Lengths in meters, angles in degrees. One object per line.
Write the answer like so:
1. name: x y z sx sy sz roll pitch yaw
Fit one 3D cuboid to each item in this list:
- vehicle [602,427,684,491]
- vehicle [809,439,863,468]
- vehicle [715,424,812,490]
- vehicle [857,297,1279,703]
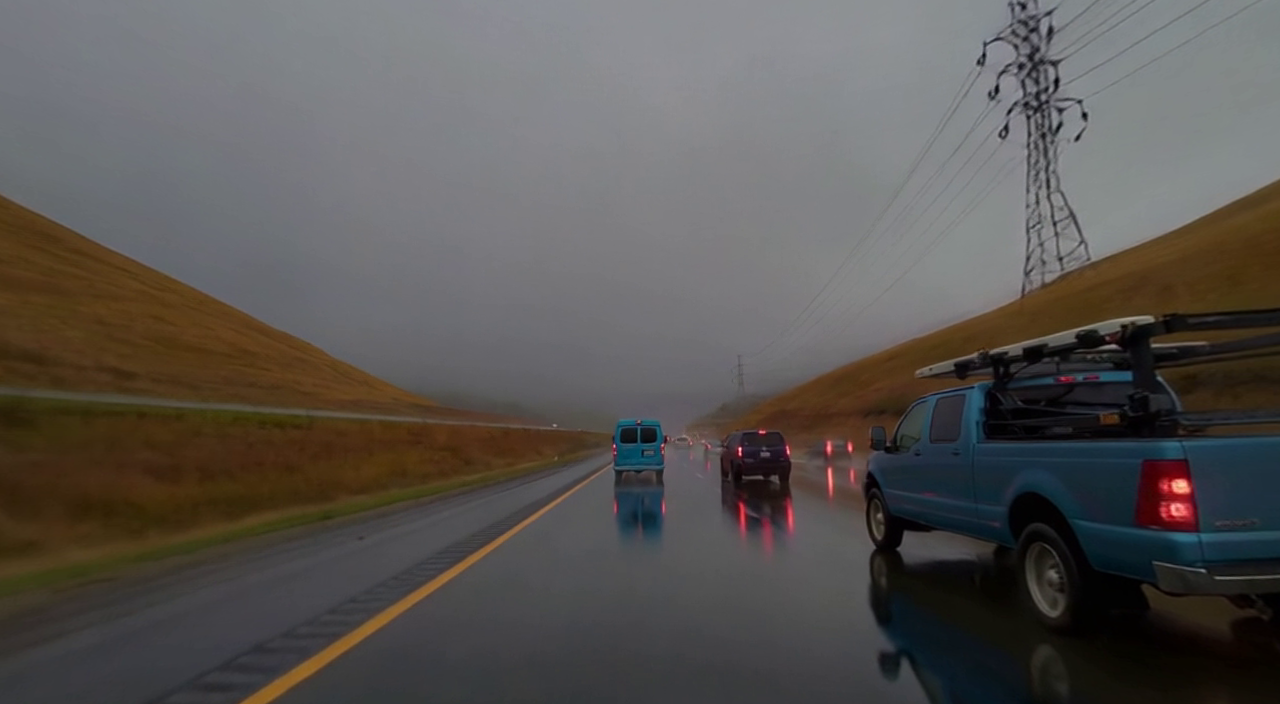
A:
1. vehicle: 0.112 3.306 19.802 2.268 1.772 4.523 0 -8 1
2. vehicle: 10.850 5.610 35.171 1.875 1.504 4.114 -1 -8 3
3. vehicle: 3.702 3.264 19.867 2.139 1.821 4.480 0 -8 0
4. vehicle: 3.928 1.030 4.521 2.691 1.901 5.744 0 -8 0
